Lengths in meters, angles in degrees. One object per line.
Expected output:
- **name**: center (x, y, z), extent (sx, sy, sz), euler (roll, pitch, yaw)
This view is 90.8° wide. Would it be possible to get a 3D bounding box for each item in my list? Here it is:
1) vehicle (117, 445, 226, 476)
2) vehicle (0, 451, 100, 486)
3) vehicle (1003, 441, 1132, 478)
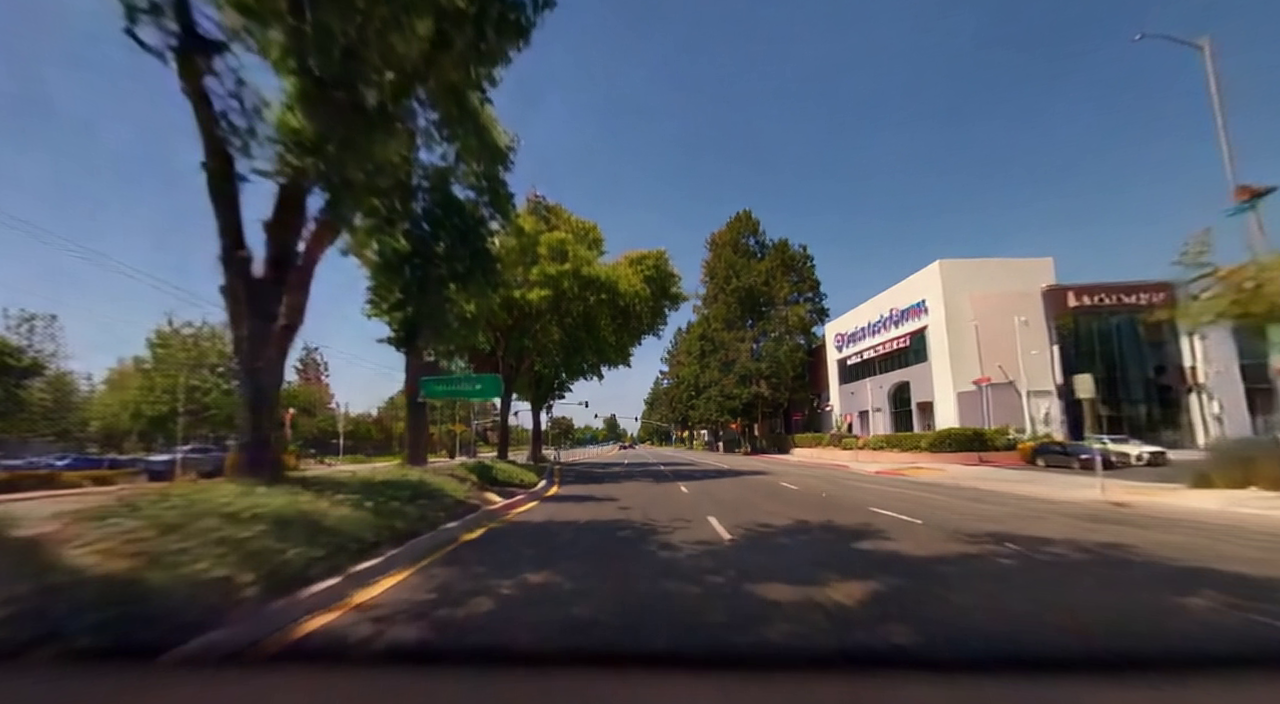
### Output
- **vehicle**: center (-27.184, 6.280, 36.894), extent (4.731, 1.677, 1.999), euler (5, -9, -28)
- **vehicle**: center (-26.969, 5.154, 28.167), extent (3.976, 1.436, 1.900), euler (4, -9, -27)
- **vehicle**: center (19.535, 4.891, 29.094), extent (1.869, 1.481, 4.459), euler (1, -8, -25)
